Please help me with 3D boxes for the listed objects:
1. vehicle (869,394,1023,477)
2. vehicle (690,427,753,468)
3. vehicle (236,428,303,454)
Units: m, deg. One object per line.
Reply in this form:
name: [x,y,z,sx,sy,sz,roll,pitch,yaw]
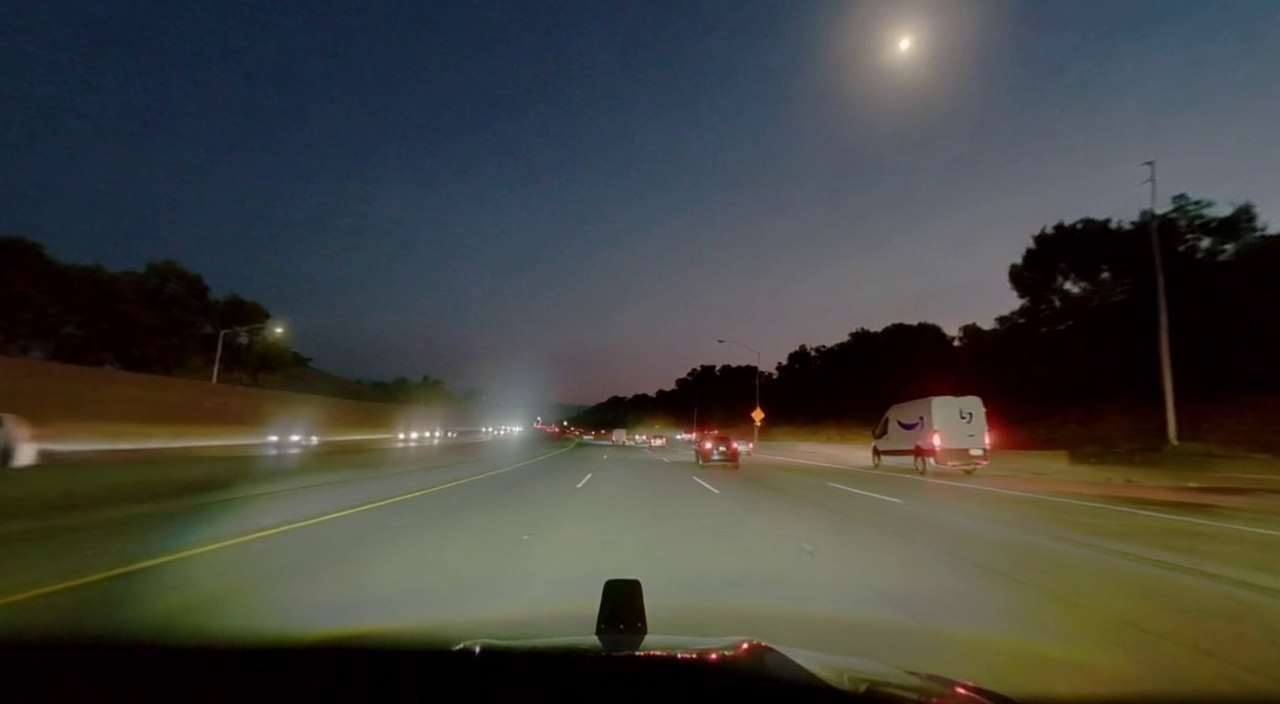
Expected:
vehicle: [11.671,3.337,24.910,2.274,2.802,6.802,0,-8,-3]
vehicle: [3.609,4.344,28.819,2.141,1.732,4.279,0,-8,-3]
vehicle: [-25.542,6.160,43.659,1.940,1.675,4.621,0,-8,-2]
